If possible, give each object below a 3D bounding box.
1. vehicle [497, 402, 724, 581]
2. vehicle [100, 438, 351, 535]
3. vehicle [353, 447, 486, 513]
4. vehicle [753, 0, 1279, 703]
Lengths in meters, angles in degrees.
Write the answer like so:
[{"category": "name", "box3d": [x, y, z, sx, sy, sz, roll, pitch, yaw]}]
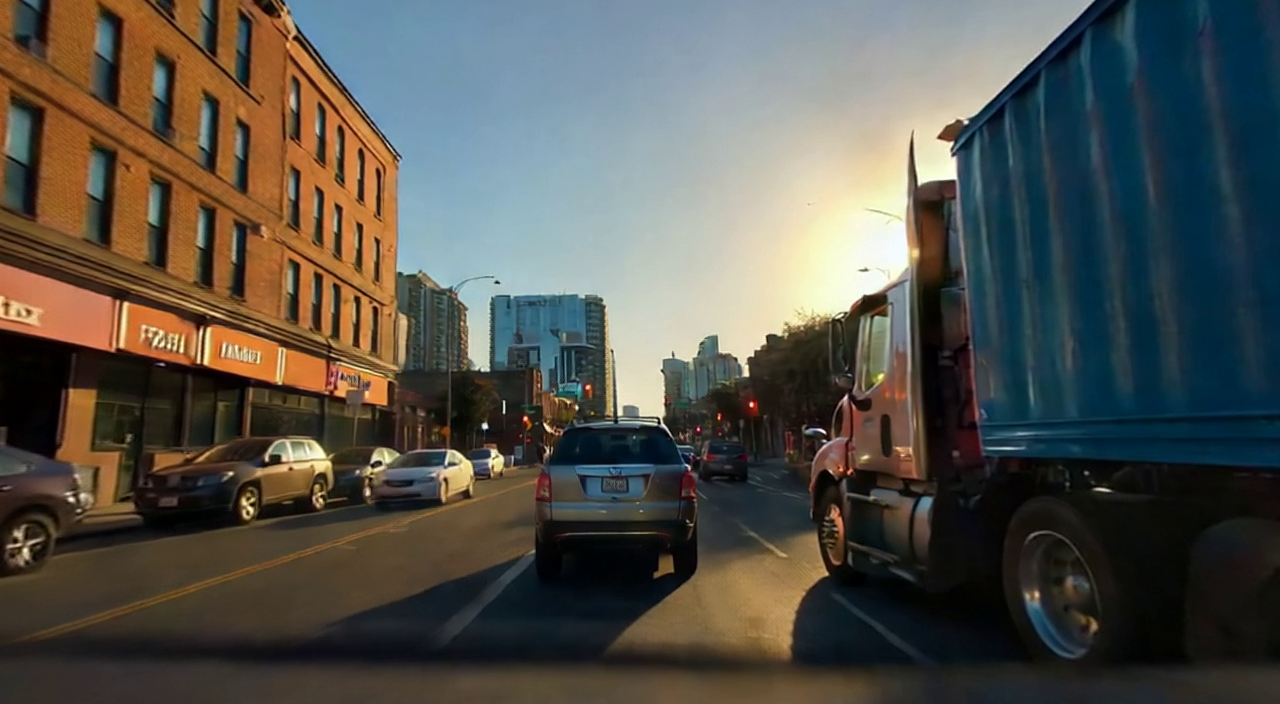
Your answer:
[{"category": "vehicle", "box3d": [-0.279, 1.743, 8.710, 2.283, 1.783, 4.548, 0, -8, 1]}, {"category": "vehicle", "box3d": [-8.846, 2.863, 14.282, 2.065, 1.758, 5.144, -1, -8, 2]}, {"category": "vehicle", "box3d": [-5.700, 3.319, 17.005, 1.997, 1.467, 4.373, -1, -8, 0]}, {"category": "vehicle", "box3d": [2.913, -0.010, 2.891, 2.913, 3.771, 9.716, 0, -8, 0]}]
